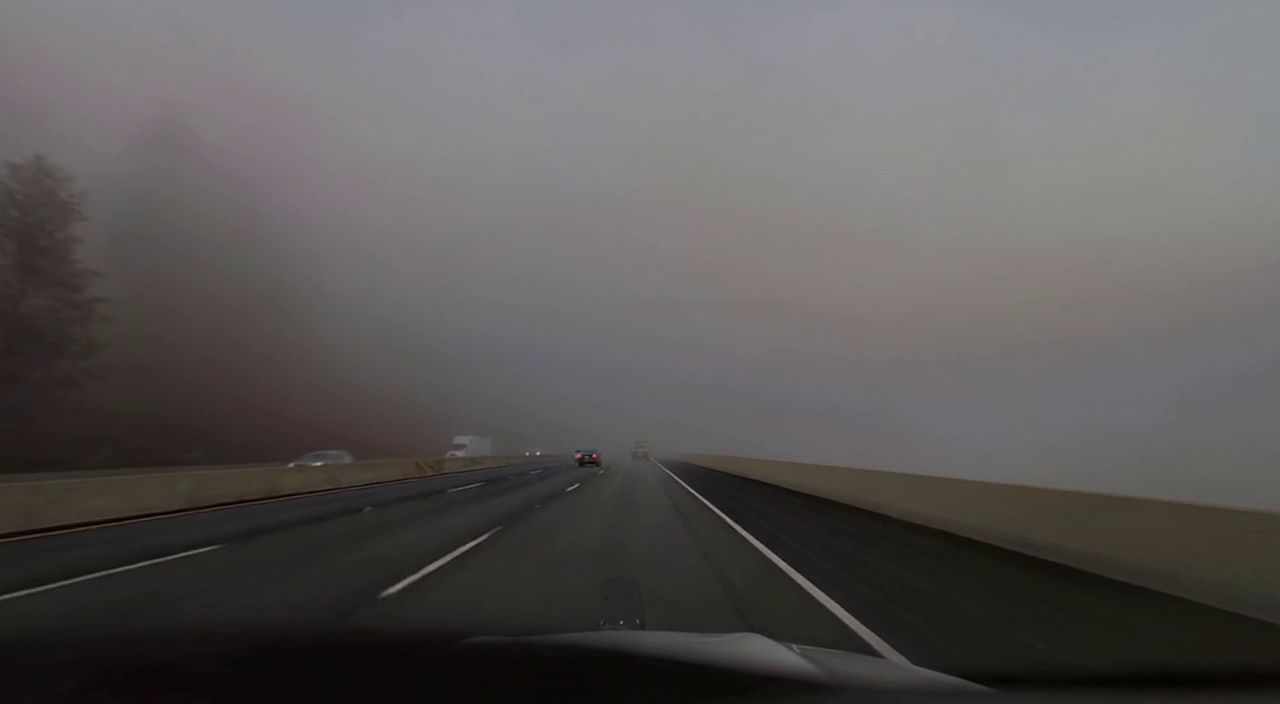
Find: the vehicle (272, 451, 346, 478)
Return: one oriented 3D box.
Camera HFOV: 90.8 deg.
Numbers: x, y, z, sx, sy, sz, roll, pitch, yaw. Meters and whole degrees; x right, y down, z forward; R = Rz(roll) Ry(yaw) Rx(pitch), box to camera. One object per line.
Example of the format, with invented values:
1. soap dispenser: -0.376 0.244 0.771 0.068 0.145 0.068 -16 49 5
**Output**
1. vehicle: -19.160 6.521 36.745 1.876 1.475 4.484 0 -9 0
